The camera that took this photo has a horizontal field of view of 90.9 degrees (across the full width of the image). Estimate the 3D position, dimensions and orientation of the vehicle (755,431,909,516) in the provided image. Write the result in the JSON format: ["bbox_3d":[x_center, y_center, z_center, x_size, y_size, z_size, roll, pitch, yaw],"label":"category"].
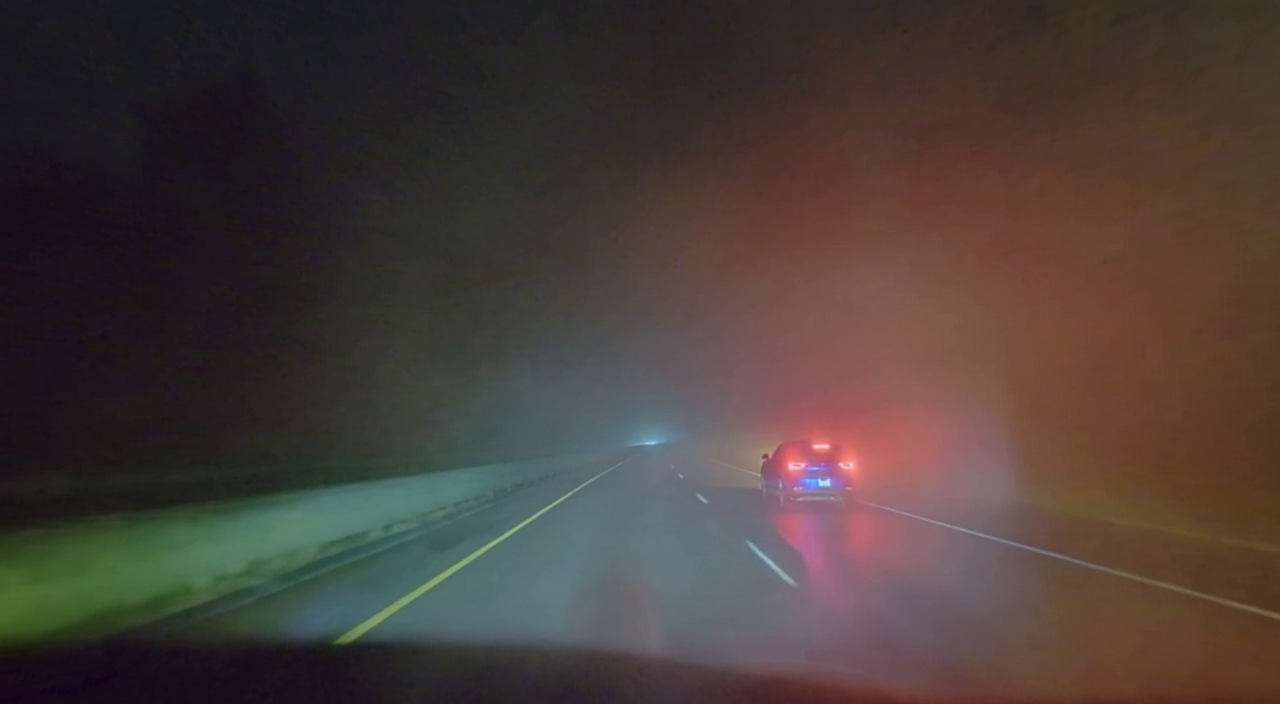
[{"bbox_3d":[3.875,2.530,13.558,1.997,1.515,4.025,0,-9,0],"label":"vehicle"}]
